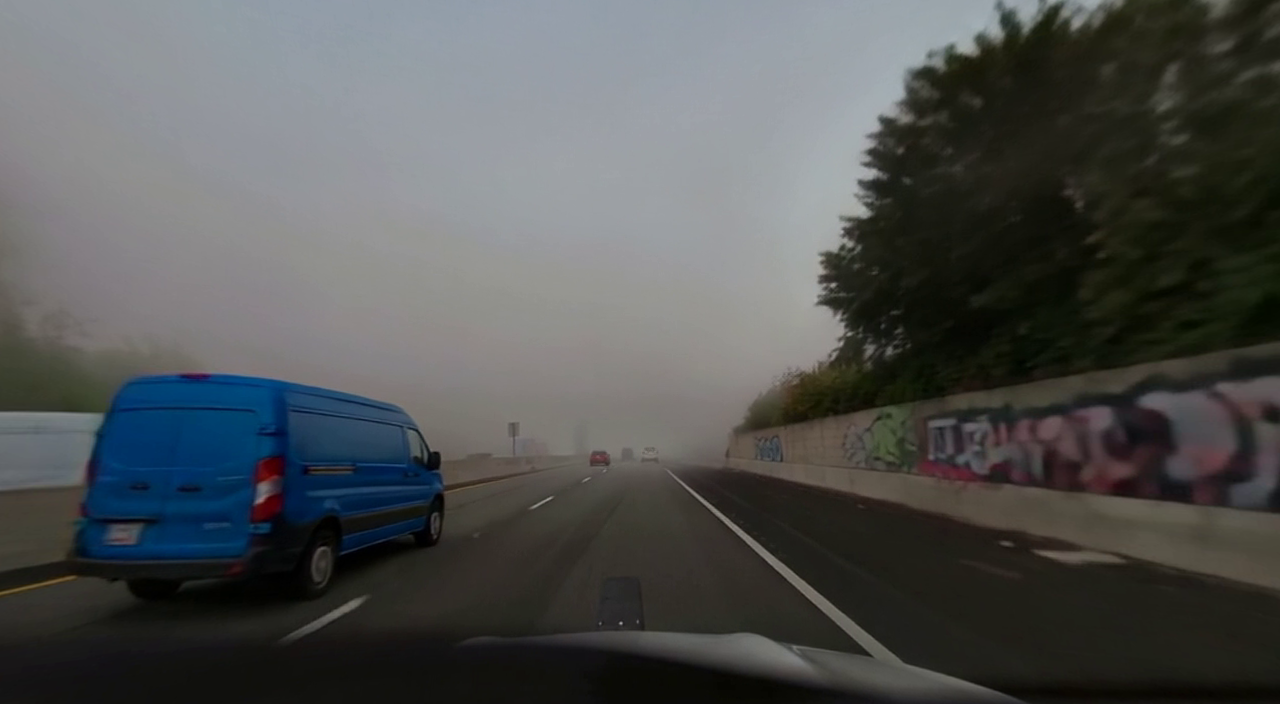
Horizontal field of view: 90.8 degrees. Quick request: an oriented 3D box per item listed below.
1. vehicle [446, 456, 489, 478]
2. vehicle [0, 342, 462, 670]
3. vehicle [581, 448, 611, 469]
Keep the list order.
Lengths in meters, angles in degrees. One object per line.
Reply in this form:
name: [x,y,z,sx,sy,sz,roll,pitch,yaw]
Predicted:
vehicle: [-12.562,8.391,46.208,1.859,1.450,4.431,0,-9,1]
vehicle: [-3.770,1.319,6.528,2.310,2.030,5.094,0,-9,0]
vehicle: [-3.352,8.167,48.628,1.994,1.471,3.962,0,-9,1]
